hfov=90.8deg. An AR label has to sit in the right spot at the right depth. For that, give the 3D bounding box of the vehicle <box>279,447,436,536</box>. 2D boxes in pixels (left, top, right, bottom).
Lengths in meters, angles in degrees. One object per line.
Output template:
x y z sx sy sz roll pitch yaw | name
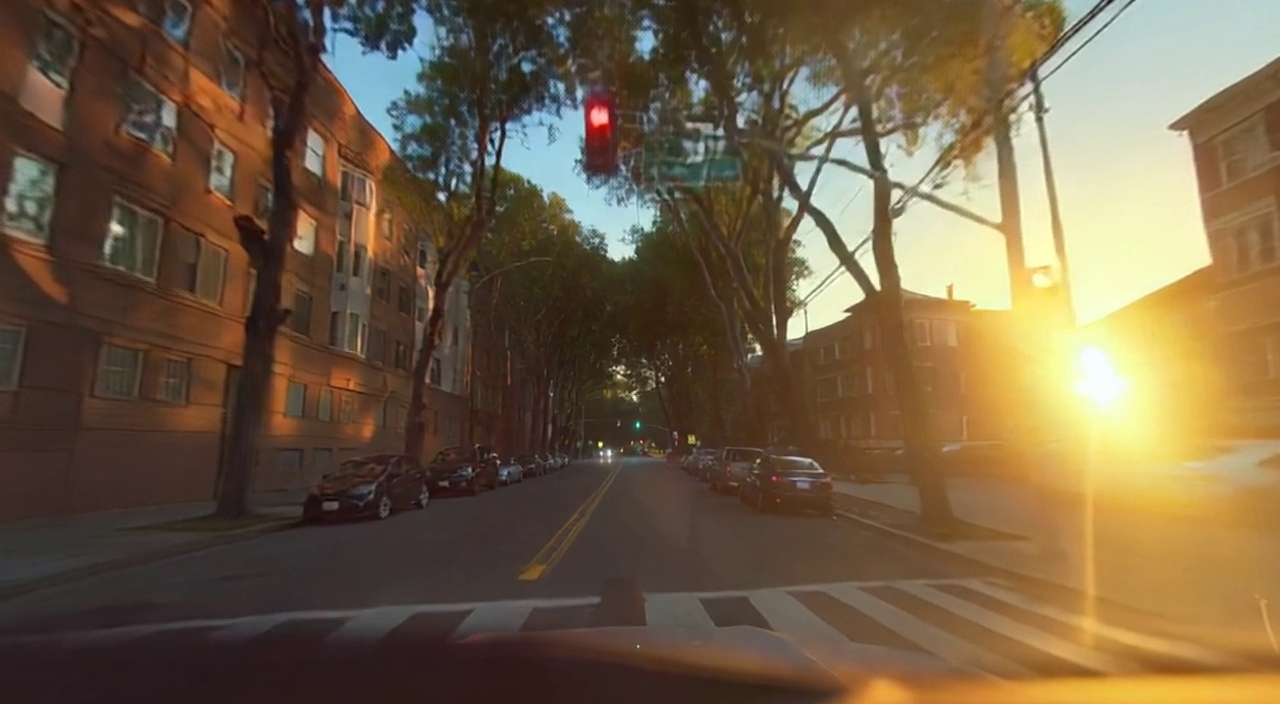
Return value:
-6.525 3.192 15.188 1.763 1.612 4.462 -5 -8 -1 | vehicle

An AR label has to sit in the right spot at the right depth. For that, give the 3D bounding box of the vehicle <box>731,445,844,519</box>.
3.738 3.340 16.914 1.924 1.657 4.665 0 -8 1 | vehicle

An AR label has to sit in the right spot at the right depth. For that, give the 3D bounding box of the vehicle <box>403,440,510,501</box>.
-6.242 4.064 22.194 2.175 1.849 4.725 -2 -8 3 | vehicle
